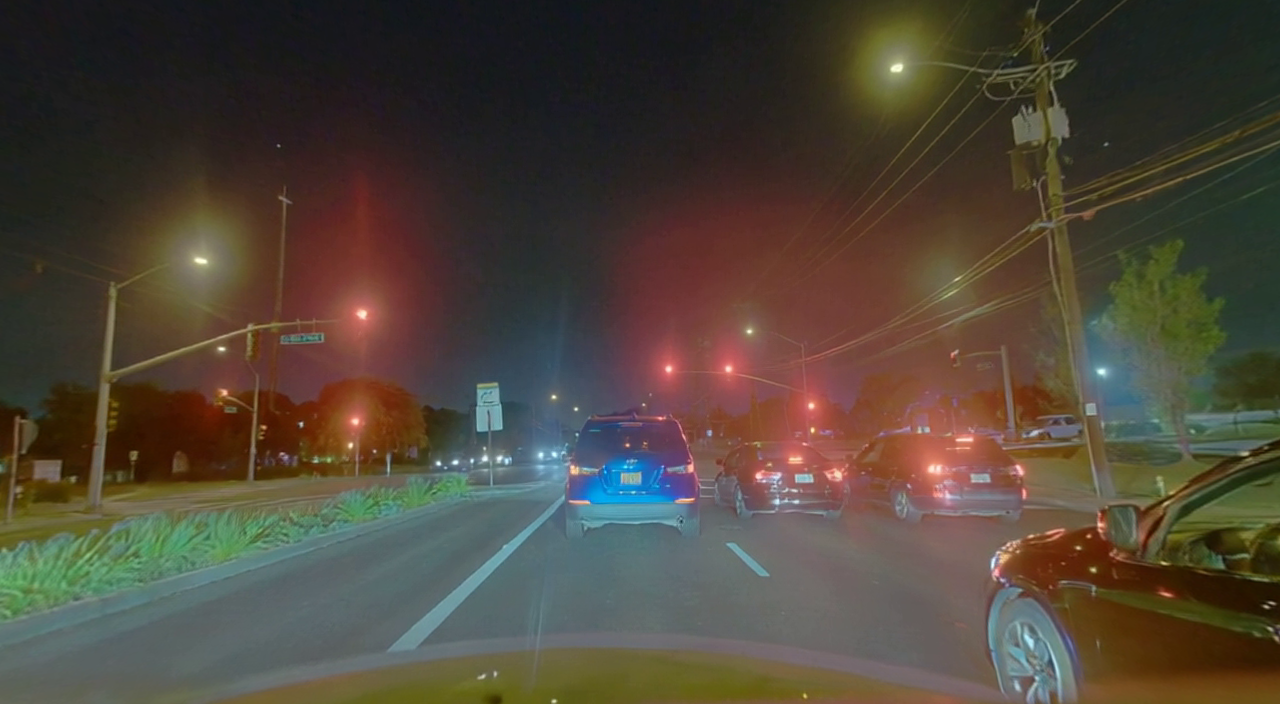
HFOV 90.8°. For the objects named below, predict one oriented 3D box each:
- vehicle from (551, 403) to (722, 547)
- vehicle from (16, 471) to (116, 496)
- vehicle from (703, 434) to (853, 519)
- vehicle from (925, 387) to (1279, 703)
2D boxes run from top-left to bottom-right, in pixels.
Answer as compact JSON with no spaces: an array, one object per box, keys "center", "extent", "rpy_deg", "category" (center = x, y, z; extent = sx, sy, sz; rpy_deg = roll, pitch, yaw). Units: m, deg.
[{"center":[-0.127,1.970,10.758],"extent":[2.236,1.856,4.816],"rpy_deg":[0,-9,-2],"category":"vehicle"},{"center":[-38.349,8.777,42.308],"extent":[4.569,1.505,1.992],"rpy_deg":[0,-9,-5],"category":"vehicle"},{"center":[2.659,2.523,13.355],"extent":[2.025,1.477,4.333],"rpy_deg":[0,-9,-2],"category":"vehicle"},{"center":[2.729,0.808,1.571],"extent":[2.004,1.460,4.297],"rpy_deg":[0,-9,0],"category":"vehicle"}]
